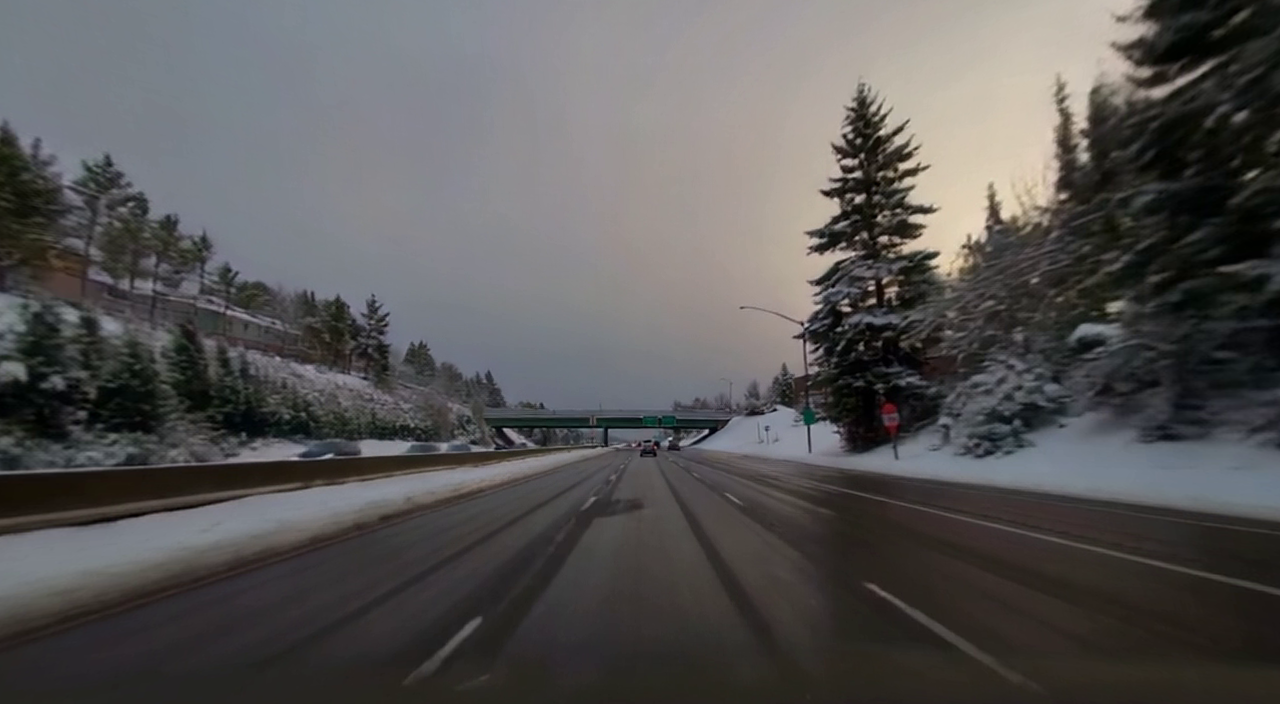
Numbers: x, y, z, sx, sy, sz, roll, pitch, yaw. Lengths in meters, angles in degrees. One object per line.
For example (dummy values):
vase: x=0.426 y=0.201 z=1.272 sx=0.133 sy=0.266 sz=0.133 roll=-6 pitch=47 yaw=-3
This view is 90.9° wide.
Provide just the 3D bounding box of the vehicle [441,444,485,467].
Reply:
vehicle: x=-11.648 y=6.823 z=41.711 sx=1.705 sy=1.458 sz=3.704 roll=0 pitch=-8 yaw=1

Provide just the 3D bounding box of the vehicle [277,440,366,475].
vehicle: x=-17.871 y=5.934 z=35.698 sx=2.382 sy=1.833 sz=4.949 roll=0 pitch=-8 yaw=0
